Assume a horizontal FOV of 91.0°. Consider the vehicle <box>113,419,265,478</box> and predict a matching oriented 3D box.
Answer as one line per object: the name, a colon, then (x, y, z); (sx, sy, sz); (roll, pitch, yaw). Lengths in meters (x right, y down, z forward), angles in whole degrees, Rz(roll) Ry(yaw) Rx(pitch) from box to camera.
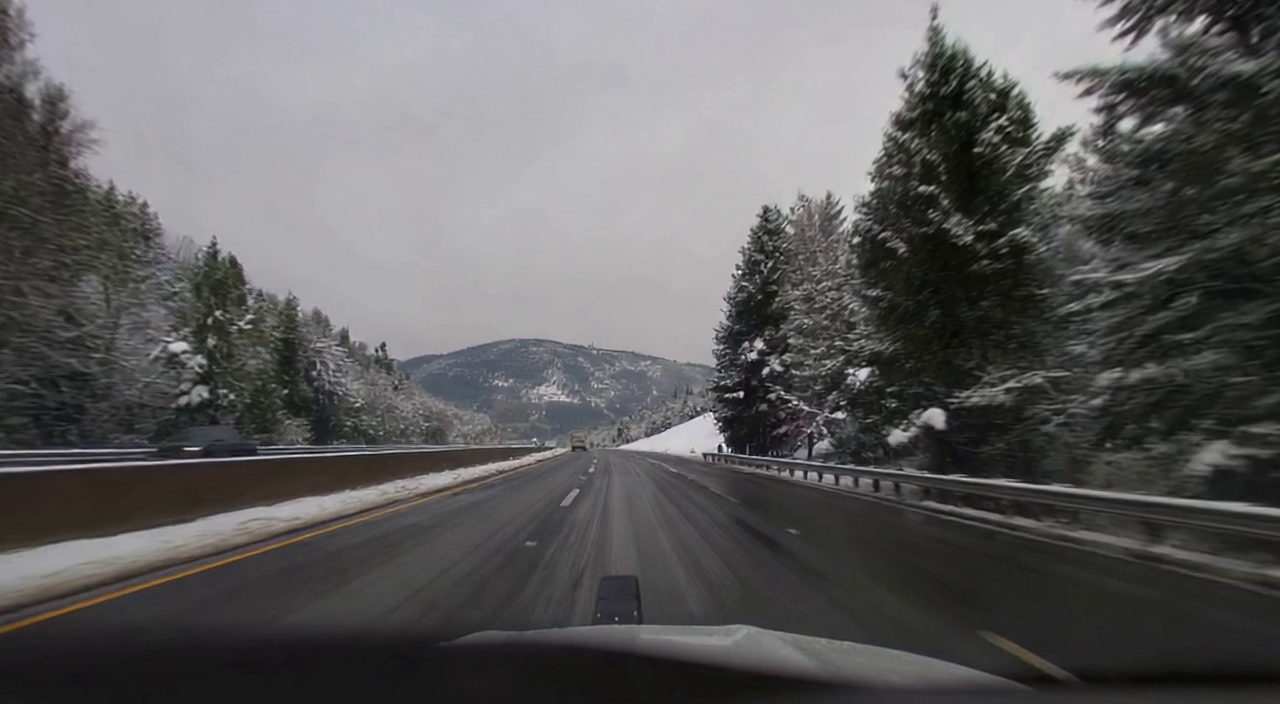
vehicle: (-13.057, 2.829, 18.551); (1.841, 1.529, 3.778); (0, -8, -4)
